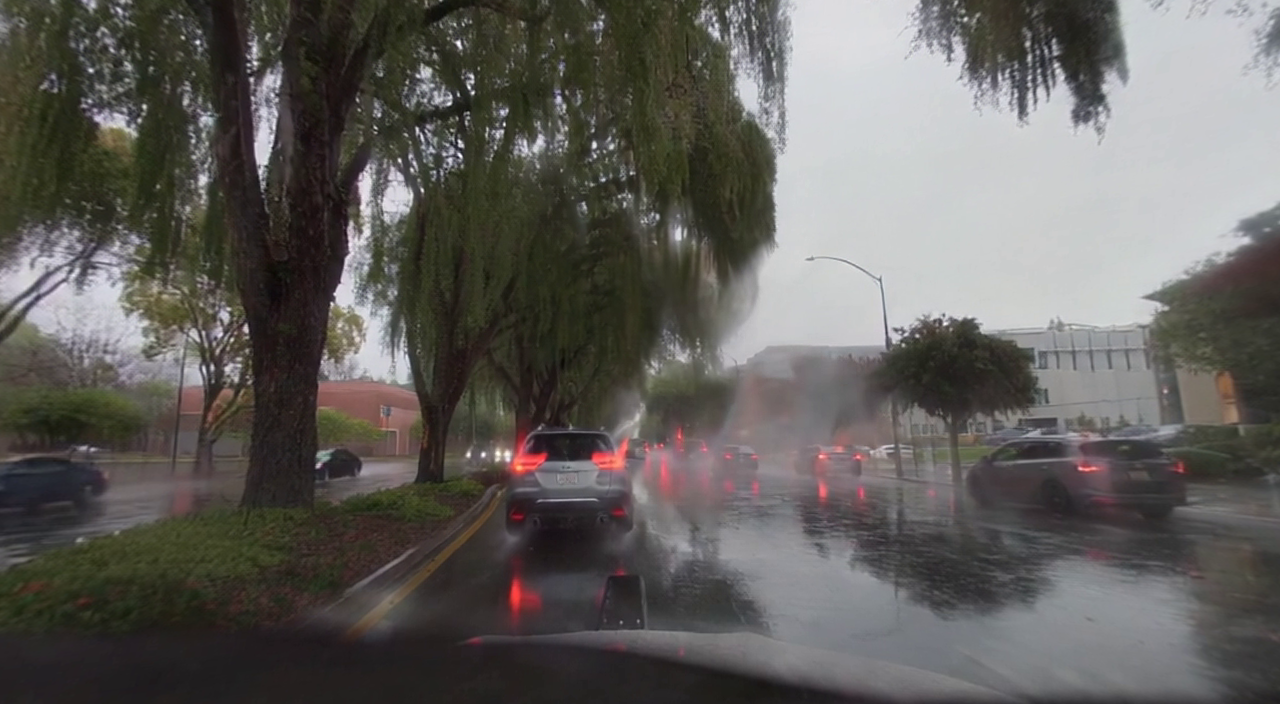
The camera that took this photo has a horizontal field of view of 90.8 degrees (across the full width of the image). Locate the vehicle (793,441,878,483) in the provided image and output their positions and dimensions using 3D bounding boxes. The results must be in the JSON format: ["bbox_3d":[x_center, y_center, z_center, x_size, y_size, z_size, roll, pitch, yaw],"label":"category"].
[{"bbox_3d":[7.468,4.237,24.646,1.977,1.485,4.308,0,-8,1],"label":"vehicle"}]

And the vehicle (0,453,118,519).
[{"bbox_3d":[-15.808,3.275,15.610,1.900,1.467,4.609,0,-8,0],"label":"vehicle"}]

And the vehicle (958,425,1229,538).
[{"bbox_3d":[8.077,2.307,11.944,2.168,1.709,4.289,-1,-8,5],"label":"vehicle"}]

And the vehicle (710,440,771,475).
[{"bbox_3d":[4.524,4.822,29.061,2.175,1.477,4.520,0,-8,2],"label":"vehicle"}]

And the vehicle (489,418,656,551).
[{"bbox_3d":[-1.022,1.955,9.951,2.106,1.655,3.717,1,-8,-6],"label":"vehicle"}]

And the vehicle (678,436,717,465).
[{"bbox_3d":[3.791,6.610,42.533,2.114,1.846,4.659,0,-8,-1],"label":"vehicle"}]

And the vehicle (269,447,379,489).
[{"bbox_3d":[-12.192,4.486,24.745,1.981,1.463,4.395,0,-8,1],"label":"vehicle"}]
